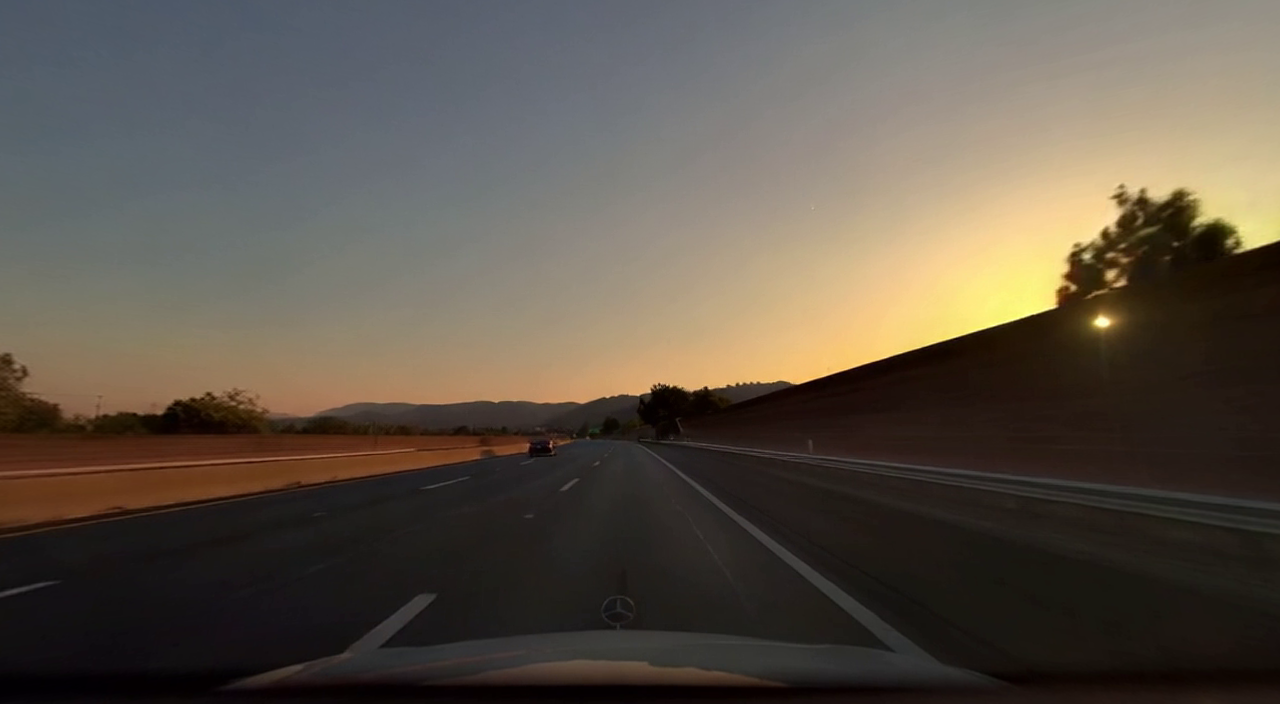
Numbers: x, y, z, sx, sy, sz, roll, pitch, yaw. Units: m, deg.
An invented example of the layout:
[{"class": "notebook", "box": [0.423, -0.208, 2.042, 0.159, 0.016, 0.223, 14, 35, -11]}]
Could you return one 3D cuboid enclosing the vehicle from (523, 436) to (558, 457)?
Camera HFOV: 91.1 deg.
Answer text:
[{"class": "vehicle", "box": [-7.298, 6.961, 46.476, 1.989, 1.473, 4.345, 0, -8, -1]}]
